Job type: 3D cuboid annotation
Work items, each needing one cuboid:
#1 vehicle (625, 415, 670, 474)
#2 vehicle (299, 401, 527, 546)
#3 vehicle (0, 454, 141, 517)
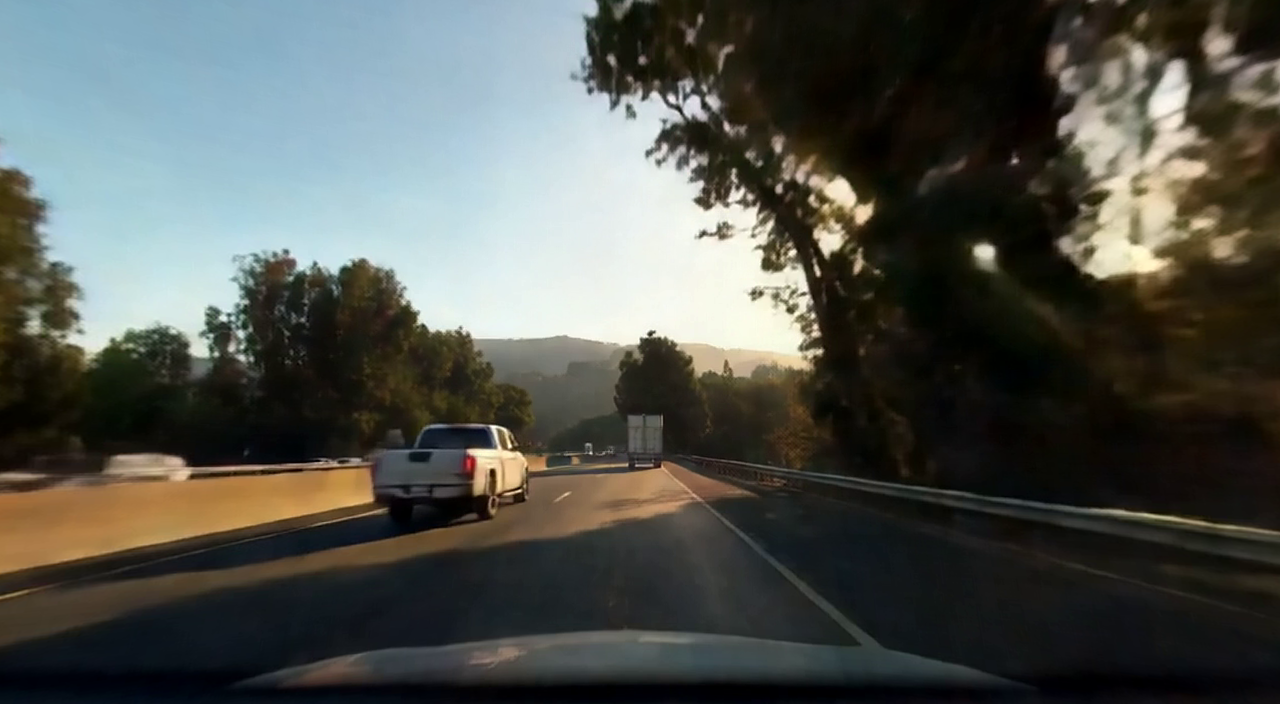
[{"bbox_3d":[0.578,7.123,48.215,3.024,3.965,10.399,0,-9,1],"label":"vehicle"},{"bbox_3d":[-3.903,2.245,12.296,2.283,2.156,5.546,0,-9,1],"label":"vehicle"},{"bbox_3d":[-17.131,3.686,17.837,2.044,1.523,4.787,0,-9,0],"label":"vehicle"}]
